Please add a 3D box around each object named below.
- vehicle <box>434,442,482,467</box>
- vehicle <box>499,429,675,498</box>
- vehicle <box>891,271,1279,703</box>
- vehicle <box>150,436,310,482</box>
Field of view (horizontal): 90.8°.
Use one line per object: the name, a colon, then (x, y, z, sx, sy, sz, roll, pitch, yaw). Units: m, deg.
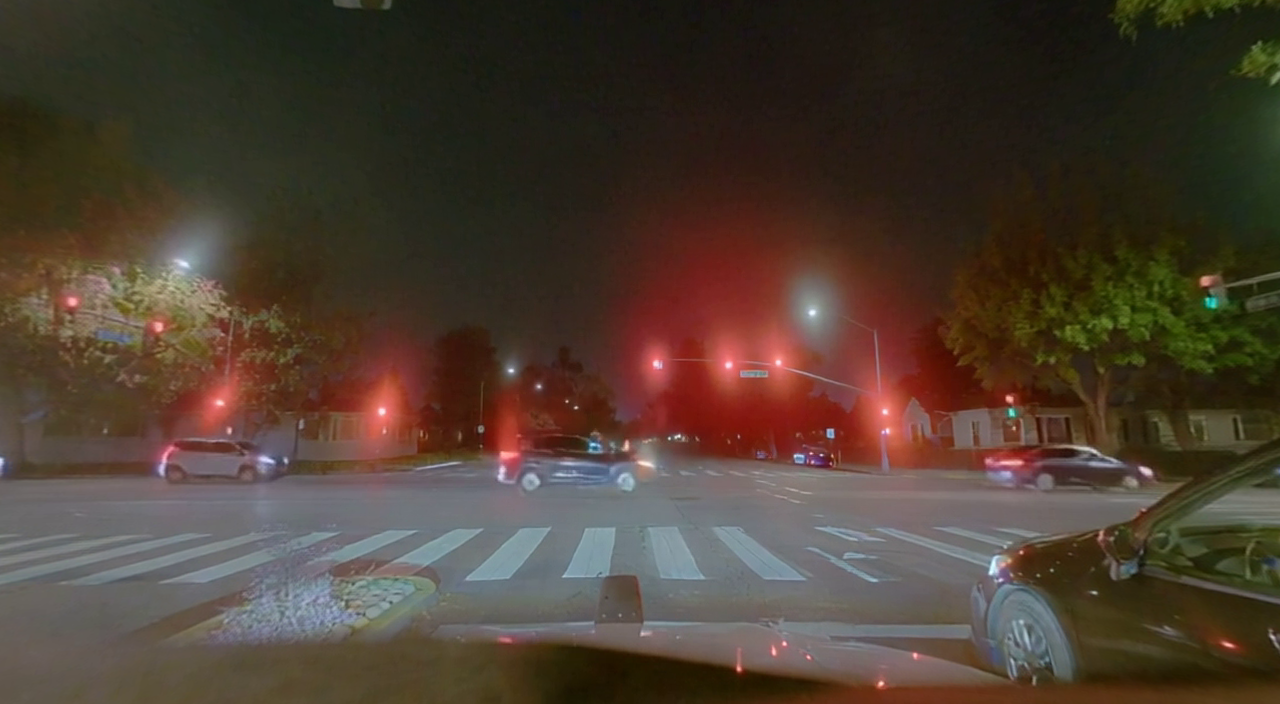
vehicle: (-13.767, 7.750, 48.055, 2.065, 1.775, 4.667, 0, -9, 2)
vehicle: (-1.323, 2.911, 16.721, 4.332, 1.682, 2.025, 0, -9, -1)
vehicle: (2.720, 0.710, 1.727, 2.085, 1.800, 4.908, 0, -9, 1)
vehicle: (-15.358, 4.033, 23.964, 4.532, 1.633, 2.130, 2, -9, -10)
